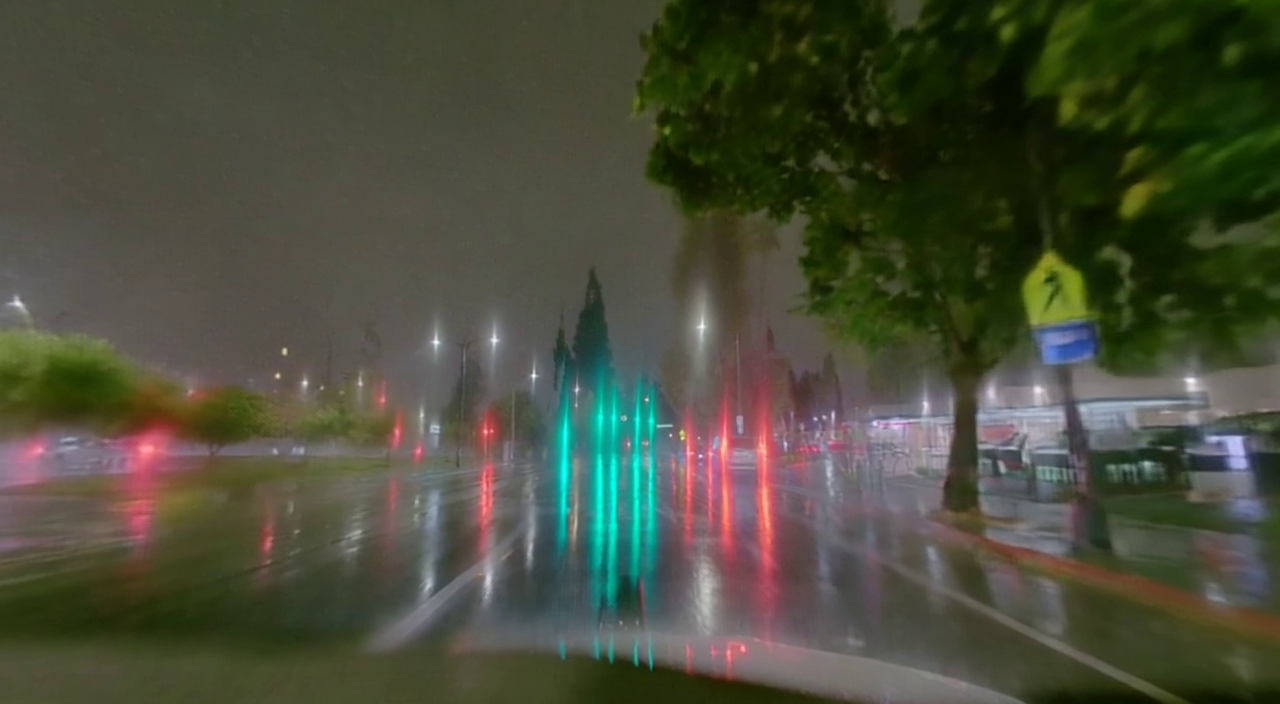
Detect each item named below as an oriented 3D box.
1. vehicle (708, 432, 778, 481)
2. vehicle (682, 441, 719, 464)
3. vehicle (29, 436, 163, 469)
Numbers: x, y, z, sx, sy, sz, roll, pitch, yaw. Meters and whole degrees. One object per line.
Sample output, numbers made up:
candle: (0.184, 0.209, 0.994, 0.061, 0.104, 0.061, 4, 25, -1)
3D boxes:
vehicle: (4.022, 4.181, 25.528, 1.957, 1.753, 4.413, 1, -8, -2)
vehicle: (4.055, 6.858, 43.102, 1.856, 1.462, 4.501, 1, -8, -3)
vehicle: (-26.091, 4.845, 30.488, 4.402, 1.449, 1.880, 3, -6, -17)
